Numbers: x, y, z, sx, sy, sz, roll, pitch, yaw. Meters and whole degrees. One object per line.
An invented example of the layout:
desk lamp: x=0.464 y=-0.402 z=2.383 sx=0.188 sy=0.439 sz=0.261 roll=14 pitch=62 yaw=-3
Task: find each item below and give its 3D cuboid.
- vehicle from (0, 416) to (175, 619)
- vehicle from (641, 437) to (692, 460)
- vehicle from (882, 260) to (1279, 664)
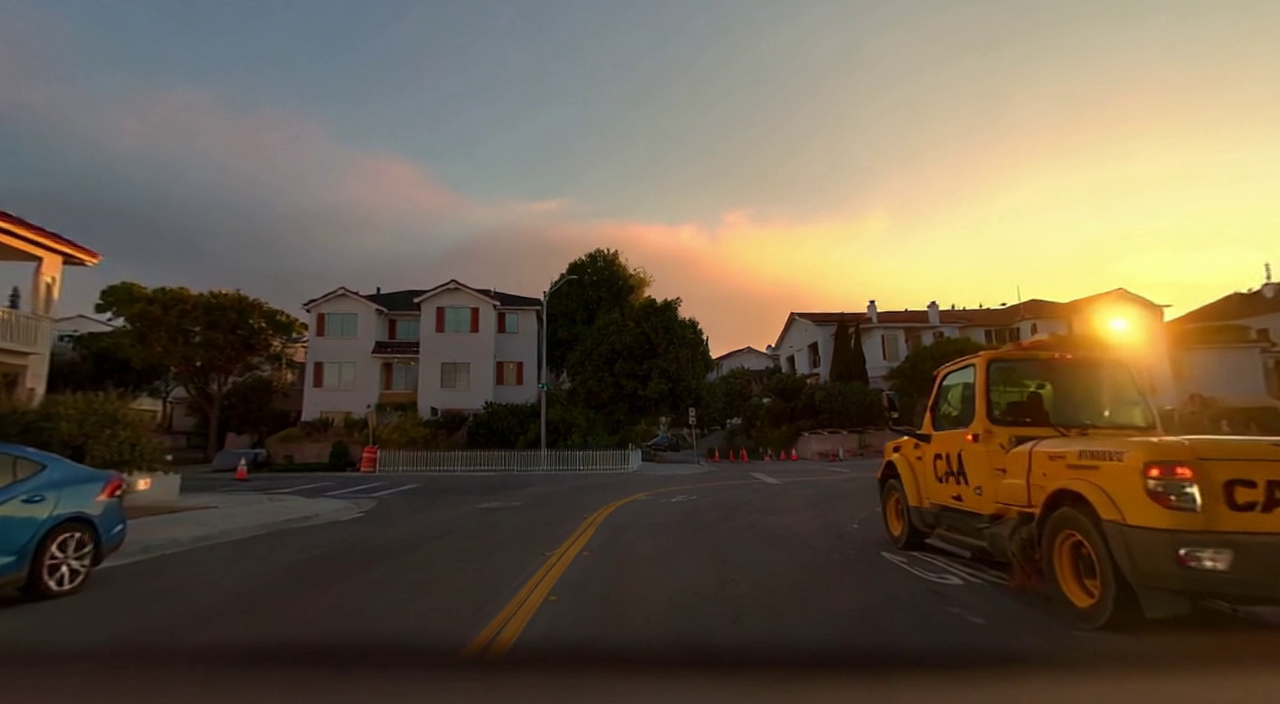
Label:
vehicle: x=-6.714 y=1.386 z=5.065 sx=2.220 sy=1.765 sz=4.799 roll=0 pitch=-8 yaw=1
vehicle: x=1.932 y=7.192 z=47.002 sx=3.629 sy=1.578 sz=1.802 roll=0 pitch=-8 yaw=-1
vehicle: x=4.349 y=0.927 z=5.938 sx=2.501 sy=2.613 sz=3.505 roll=0 pitch=-9 yaw=-4
